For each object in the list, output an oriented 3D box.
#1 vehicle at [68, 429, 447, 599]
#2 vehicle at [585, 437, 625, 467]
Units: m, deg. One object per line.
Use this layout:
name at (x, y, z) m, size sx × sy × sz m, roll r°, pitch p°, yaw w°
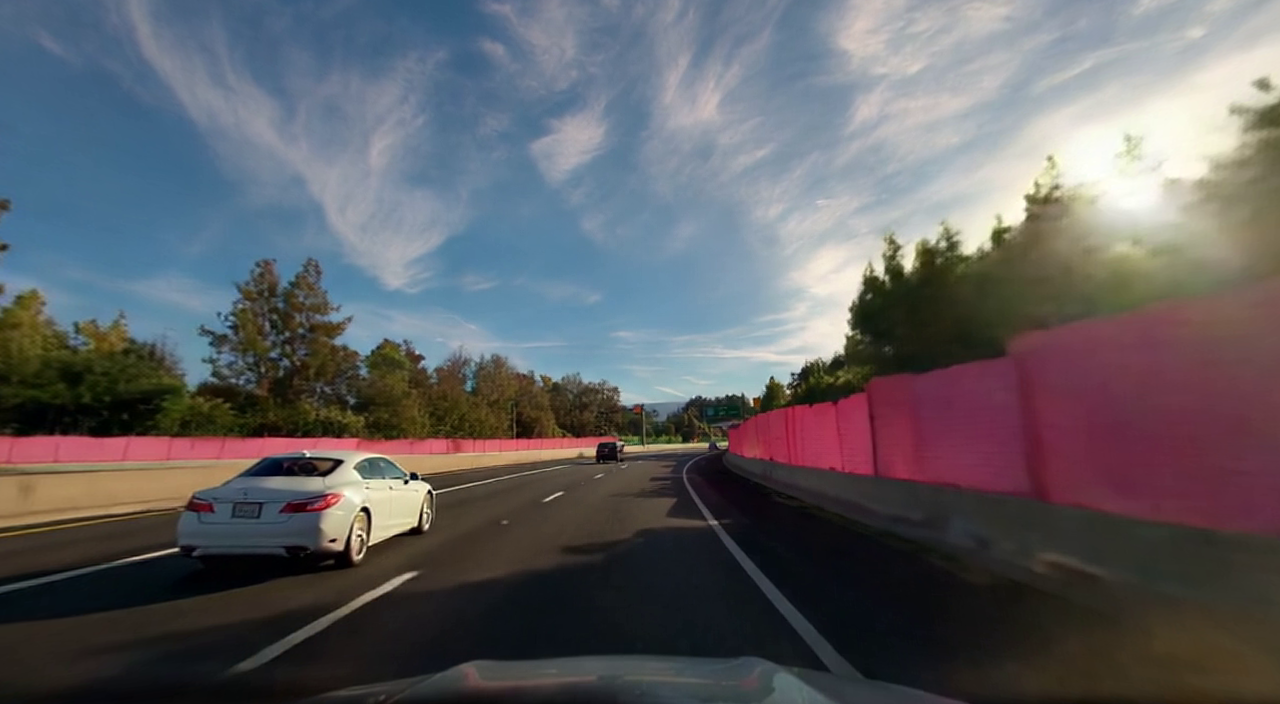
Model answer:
vehicle at (-3.894, 1.699, 7.526) m, size 1.746 × 1.405 × 4.339 m, roll 0°, pitch -9°, yaw 1°
vehicle at (-2.041, 5.981, 37.710) m, size 1.833 × 1.697 × 3.984 m, roll -1°, pitch -9°, yaw 5°
